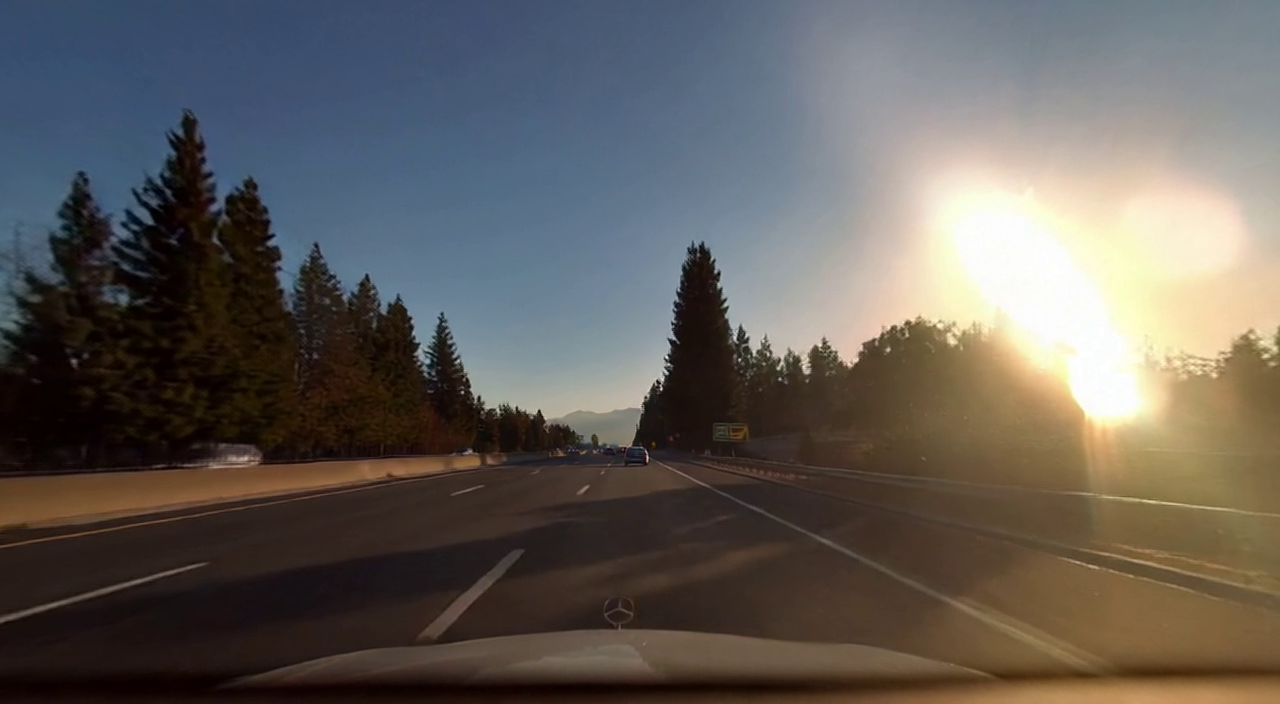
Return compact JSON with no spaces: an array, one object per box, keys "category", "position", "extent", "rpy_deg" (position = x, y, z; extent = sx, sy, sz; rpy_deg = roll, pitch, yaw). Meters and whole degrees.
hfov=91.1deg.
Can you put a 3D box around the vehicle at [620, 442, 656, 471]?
[{"category":"vehicle","position":[-0.153,6.540,39.428],"extent":[2.120,1.715,4.153],"rpy_deg":[0,-9,-1]}]
